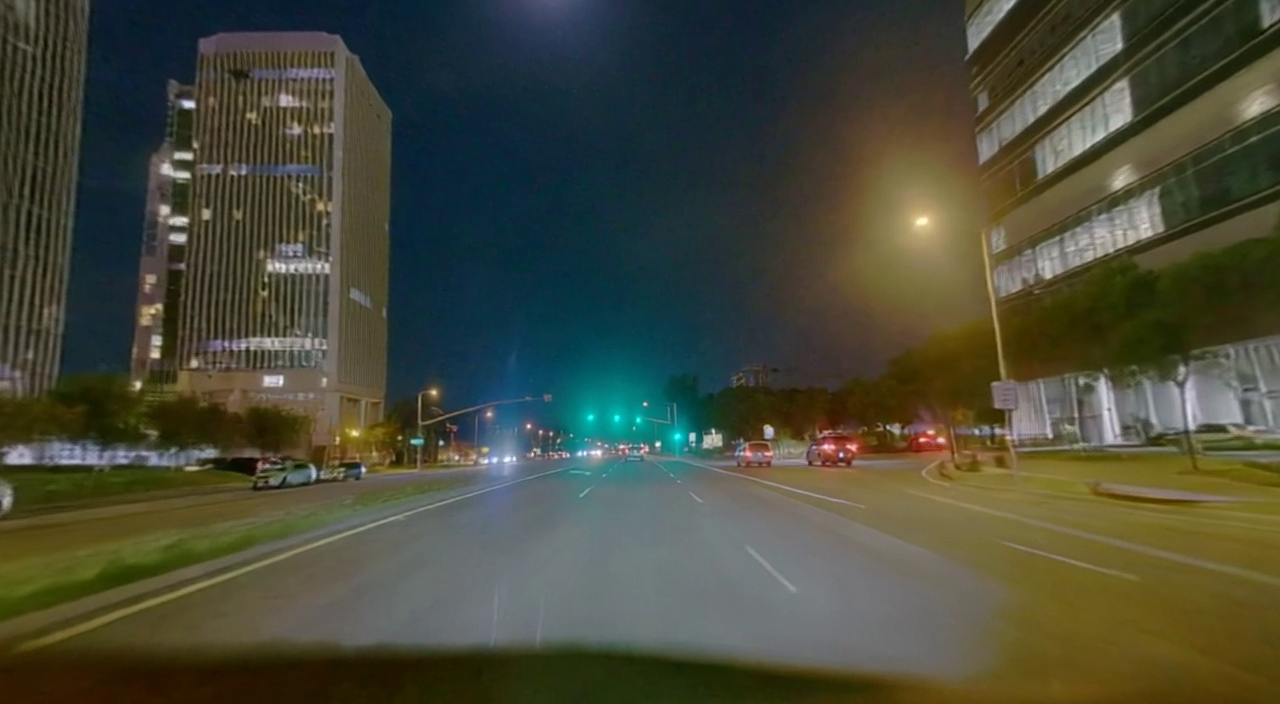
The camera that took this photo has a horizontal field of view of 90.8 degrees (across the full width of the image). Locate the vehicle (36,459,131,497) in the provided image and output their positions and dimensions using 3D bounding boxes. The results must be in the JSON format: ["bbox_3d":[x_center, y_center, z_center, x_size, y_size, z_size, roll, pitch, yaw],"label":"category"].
[{"bbox_3d":[-25.707,5.789,29.356,2.099,1.561,4.013,4,-9,-24],"label":"vehicle"}]

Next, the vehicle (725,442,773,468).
[{"bbox_3d":[6.457,6.195,38.036,1.992,1.447,4.414,0,-9,-2],"label":"vehicle"}]

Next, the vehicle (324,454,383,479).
[{"bbox_3d":[-18.789,7.489,41.663,1.861,1.499,4.605,0,-9,-1],"label":"vehicle"}]

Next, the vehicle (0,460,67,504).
[{"bbox_3d":[-28.096,5.806,28.387,1.959,1.677,4.861,1,-9,-24],"label":"vehicle"}]

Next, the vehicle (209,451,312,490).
[{"bbox_3d":[-18.685,5.797,31.416,2.047,1.756,4.844,0,-9,0],"label":"vehicle"}]
